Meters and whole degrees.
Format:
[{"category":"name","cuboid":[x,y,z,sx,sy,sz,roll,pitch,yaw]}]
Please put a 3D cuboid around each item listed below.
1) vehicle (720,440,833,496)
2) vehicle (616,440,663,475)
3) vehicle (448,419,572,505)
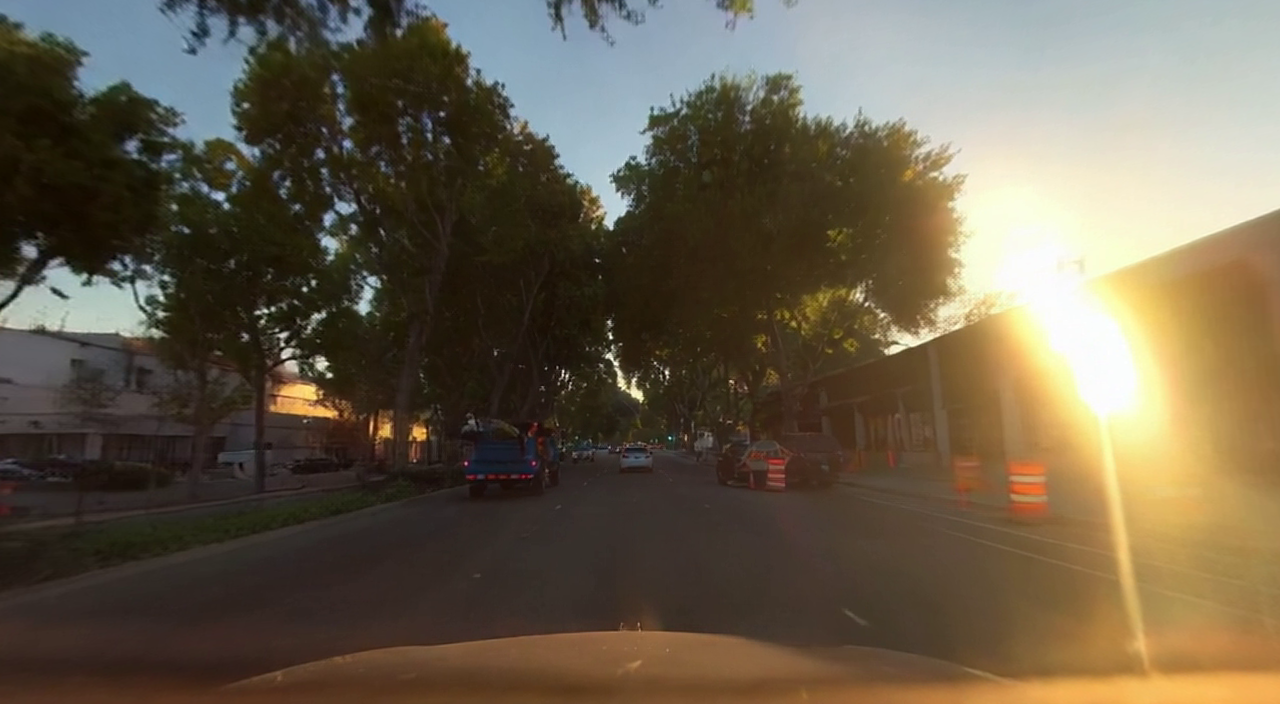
[{"category":"vehicle","cuboid":[4.298,3.726,20.782,2.082,1.601,4.451,1,-9,-10]},{"category":"vehicle","cuboid":[-0.070,5.748,34.680,2.413,1.748,4.406,0,-8,-1]},{"category":"vehicle","cuboid":[-3.454,3.093,18.244,2.424,2.063,5.678,0,-9,-1]}]
